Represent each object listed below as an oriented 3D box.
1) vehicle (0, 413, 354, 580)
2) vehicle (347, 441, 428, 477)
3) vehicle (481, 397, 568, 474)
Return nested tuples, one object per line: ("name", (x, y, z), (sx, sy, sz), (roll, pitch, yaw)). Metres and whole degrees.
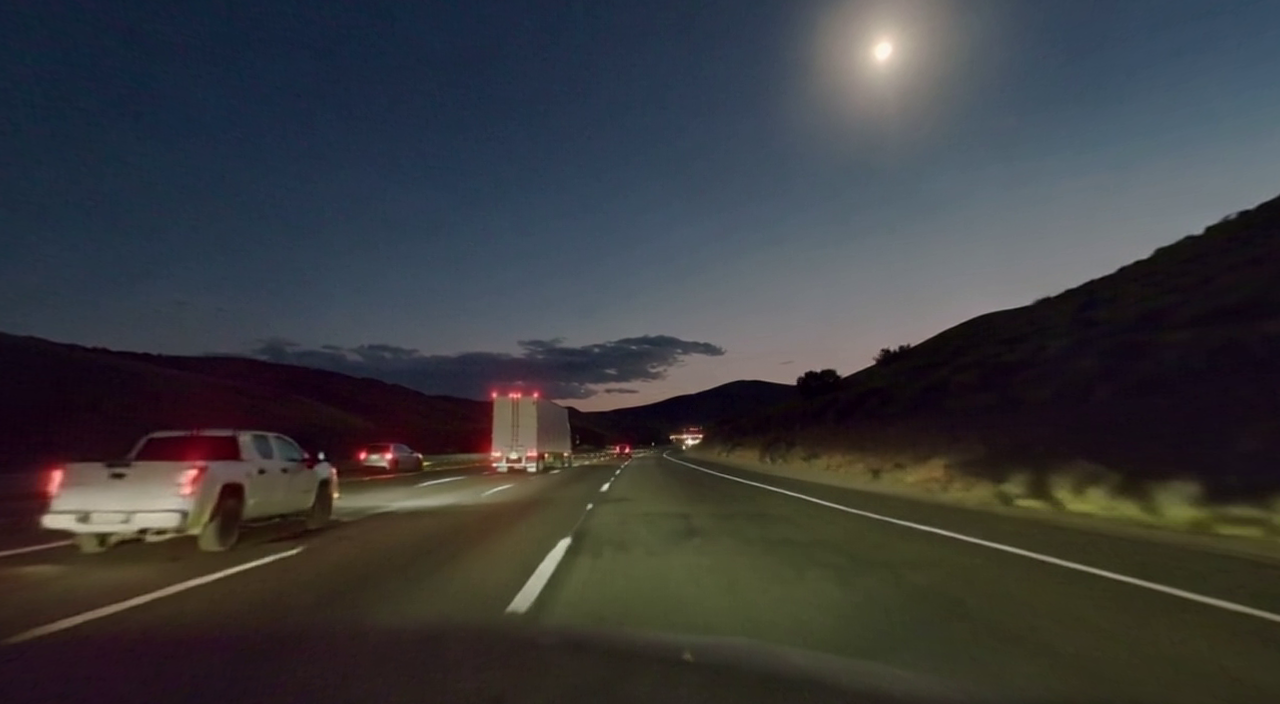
("vehicle", (-6.101, 1.847, 8.854), (2.099, 1.734, 4.413), (0, -8, -1))
("vehicle", (-13.843, 5.863, 34.862), (2.130, 1.828, 5.523), (0, -8, 1))
("vehicle", (-6.440, 5.003, 37.082), (2.981, 3.860, 11.022), (0, -8, 0))
